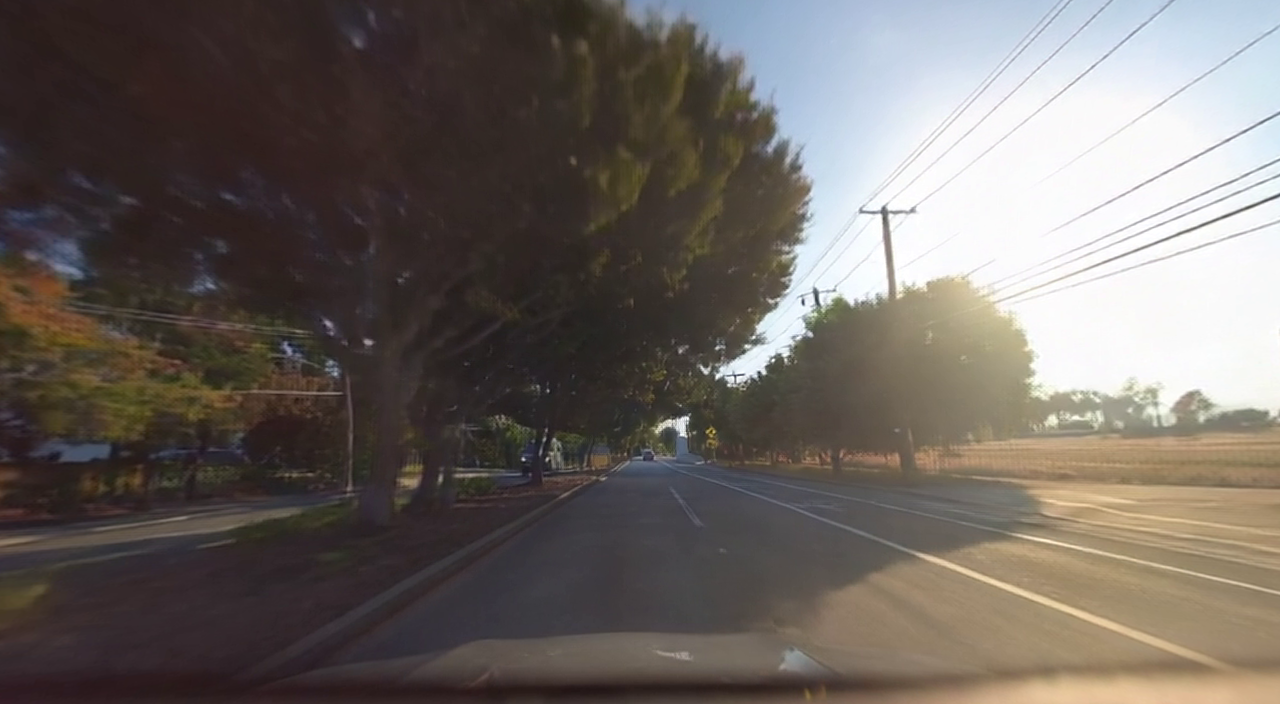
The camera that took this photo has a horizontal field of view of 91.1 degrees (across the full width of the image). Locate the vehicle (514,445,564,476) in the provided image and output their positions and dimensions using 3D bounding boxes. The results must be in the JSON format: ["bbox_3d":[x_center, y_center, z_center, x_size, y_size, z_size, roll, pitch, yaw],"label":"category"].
[{"bbox_3d":[-7.642,8.237,48.042,2.766,2.122,5.753,-1,-9,1],"label":"vehicle"}]
